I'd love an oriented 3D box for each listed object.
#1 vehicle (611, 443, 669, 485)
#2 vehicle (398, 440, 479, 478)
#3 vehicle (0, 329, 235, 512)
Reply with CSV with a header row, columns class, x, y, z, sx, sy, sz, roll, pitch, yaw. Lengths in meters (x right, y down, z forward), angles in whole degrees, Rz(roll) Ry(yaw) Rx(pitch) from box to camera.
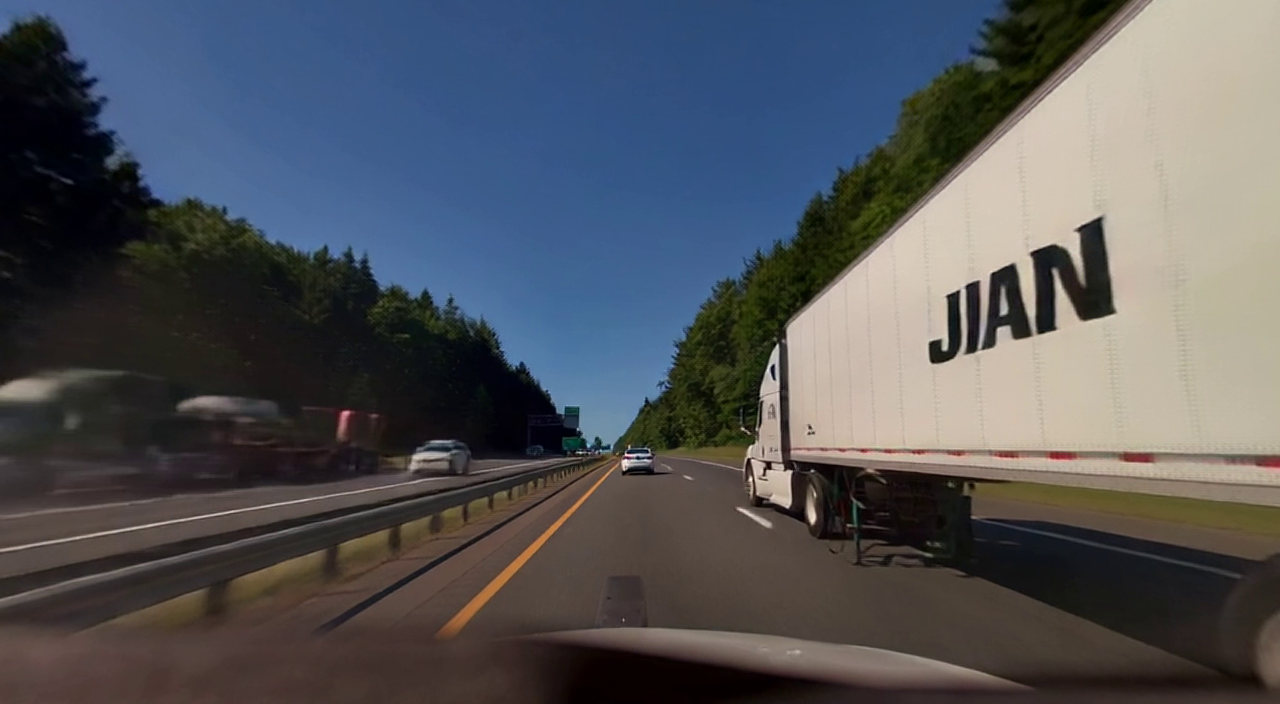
class,x,y,z,sx,sy,sz,roll,pitch,yaw
vehicle,-0.030,4.371,24.924,2.114,1.523,4.012,0,-9,-1
vehicle,-8.545,4.568,27.187,1.945,1.471,4.726,0,-9,0
vehicle,-13.287,1.730,14.725,2.649,3.362,7.432,0,-9,0
